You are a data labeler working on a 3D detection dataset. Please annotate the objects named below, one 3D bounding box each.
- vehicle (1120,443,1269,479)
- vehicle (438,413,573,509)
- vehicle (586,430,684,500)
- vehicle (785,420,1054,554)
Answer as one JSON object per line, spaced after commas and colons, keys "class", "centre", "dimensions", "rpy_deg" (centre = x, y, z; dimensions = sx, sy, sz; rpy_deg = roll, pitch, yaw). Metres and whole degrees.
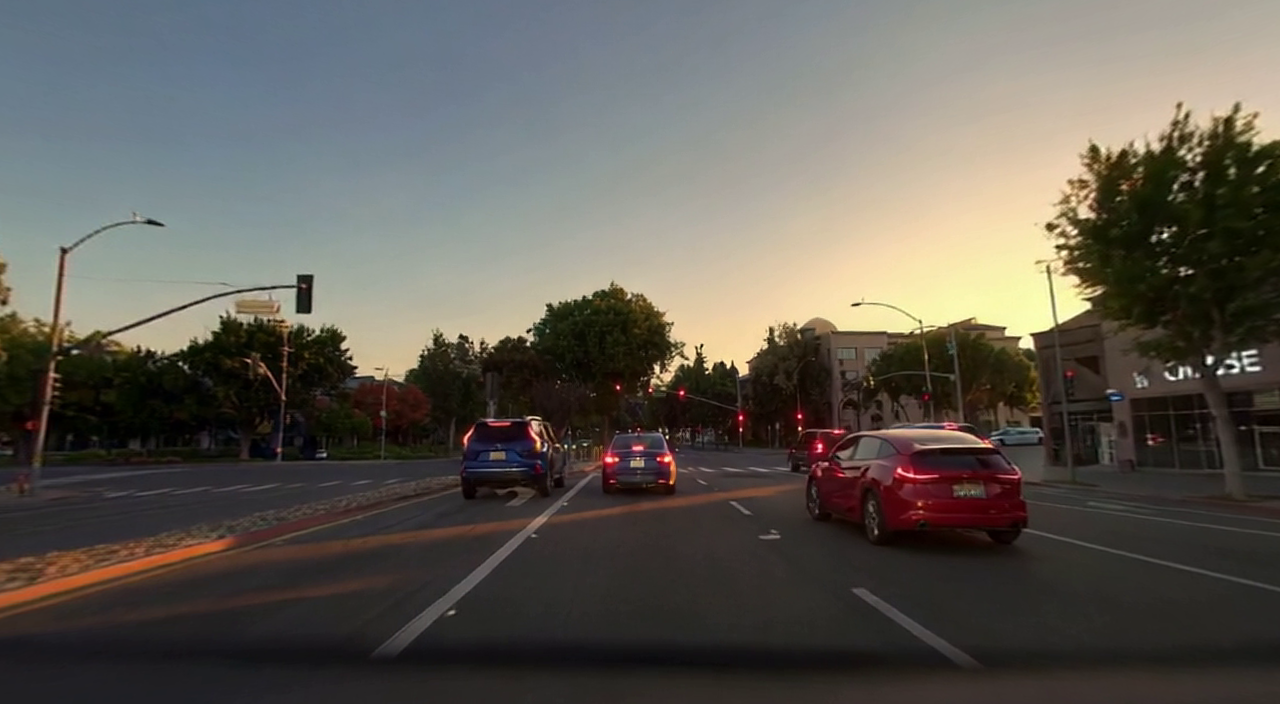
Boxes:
{"class": "vehicle", "centre": [23.148, 4.562, 26.513], "dimensions": [4.368, 1.448, 1.876], "rpy_deg": [-1, -8, 2]}
{"class": "vehicle", "centre": [-2.842, 2.453, 14.610], "dimensions": [2.064, 1.825, 4.760], "rpy_deg": [0, -8, 0]}
{"class": "vehicle", "centre": [-0.131, 2.726, 15.627], "dimensions": [2.097, 1.480, 4.006], "rpy_deg": [0, -8, -1]}
{"class": "vehicle", "centre": [3.651, 1.837, 9.340], "dimensions": [1.861, 1.473, 4.393], "rpy_deg": [0, -8, -2]}
